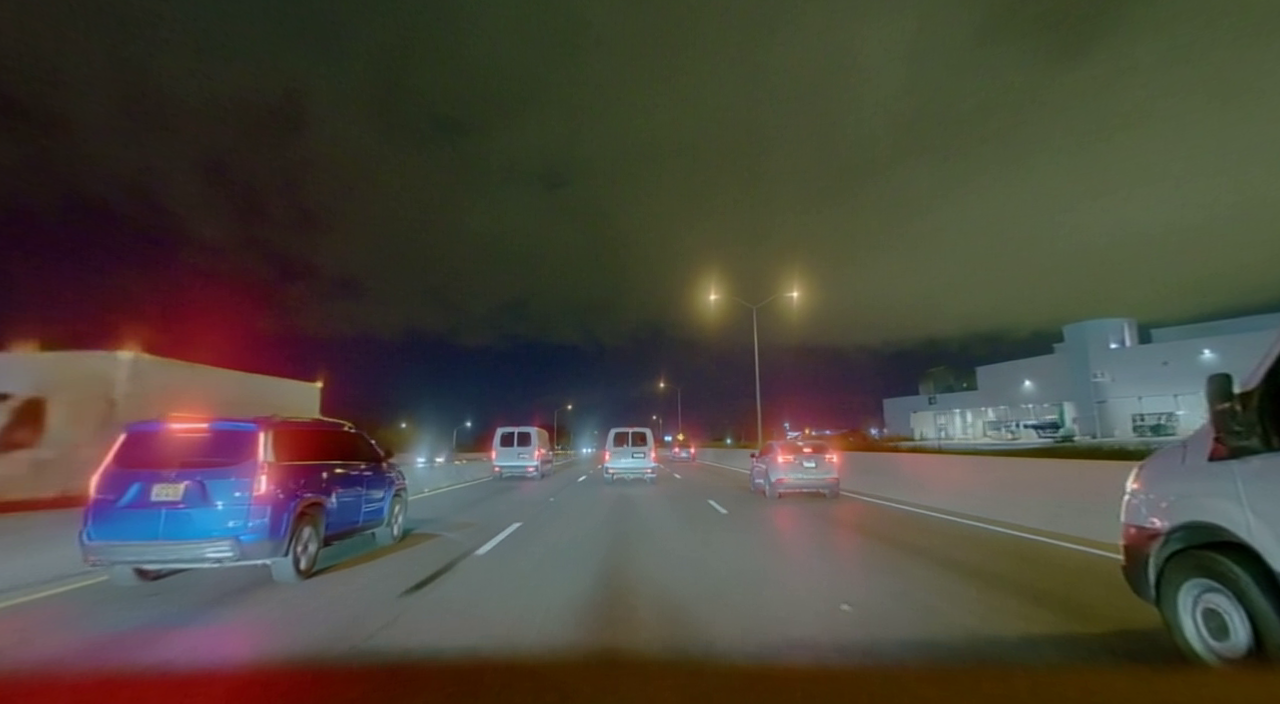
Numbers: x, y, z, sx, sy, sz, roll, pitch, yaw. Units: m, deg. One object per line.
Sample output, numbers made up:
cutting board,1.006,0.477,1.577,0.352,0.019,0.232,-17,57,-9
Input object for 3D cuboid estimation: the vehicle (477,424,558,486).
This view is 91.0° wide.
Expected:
vehicle,-4.200,3.600,22.296,2.038,1.936,4.300,0,-8,-1

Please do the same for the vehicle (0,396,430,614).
vehicle,-4.122,1.518,7.243,1.972,1.703,4.333,0,-8,-1

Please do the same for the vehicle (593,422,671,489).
vehicle,-0.313,3.349,20.730,2.304,1.925,4.282,0,-8,-2

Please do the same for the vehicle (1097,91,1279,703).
vehicle,3.924,-0.048,0.659,2.427,2.652,5.769,0,-8,0
